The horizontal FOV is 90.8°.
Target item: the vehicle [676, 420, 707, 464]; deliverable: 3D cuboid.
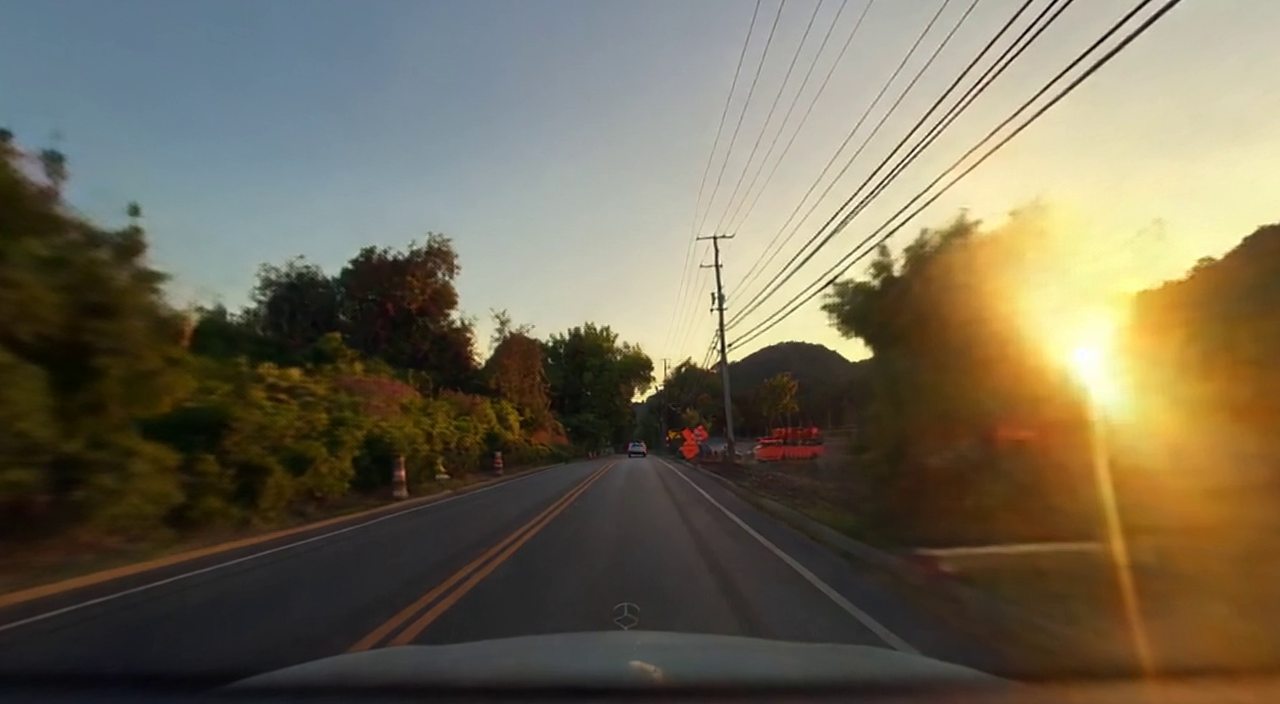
[{"bbox_3d":[3.996,7.012,49.272,2.374,3.357,1.724,0,-9,4],"label":"vehicle"}]
